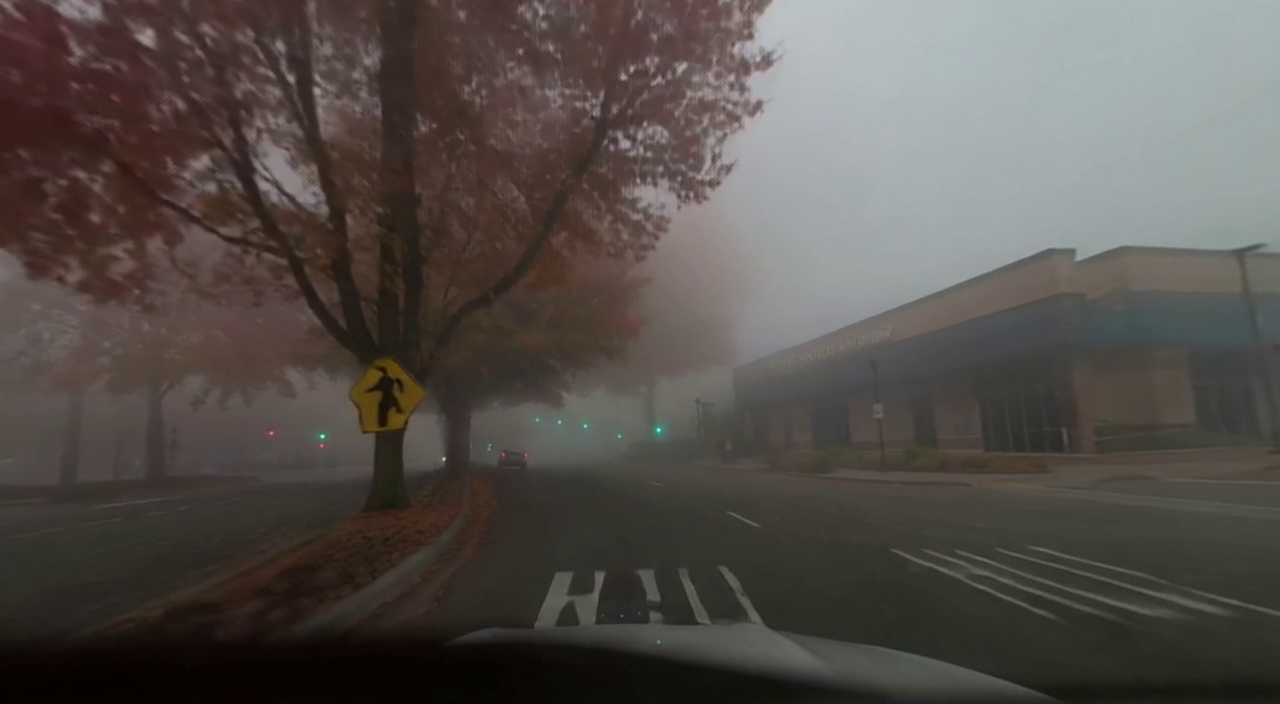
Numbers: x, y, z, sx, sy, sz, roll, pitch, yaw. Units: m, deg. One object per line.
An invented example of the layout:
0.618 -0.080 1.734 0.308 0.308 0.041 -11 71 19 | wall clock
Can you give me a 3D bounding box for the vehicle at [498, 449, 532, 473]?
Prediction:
-8.394 7.256 41.960 2.018 1.512 4.304 2 -10 -13 | vehicle
